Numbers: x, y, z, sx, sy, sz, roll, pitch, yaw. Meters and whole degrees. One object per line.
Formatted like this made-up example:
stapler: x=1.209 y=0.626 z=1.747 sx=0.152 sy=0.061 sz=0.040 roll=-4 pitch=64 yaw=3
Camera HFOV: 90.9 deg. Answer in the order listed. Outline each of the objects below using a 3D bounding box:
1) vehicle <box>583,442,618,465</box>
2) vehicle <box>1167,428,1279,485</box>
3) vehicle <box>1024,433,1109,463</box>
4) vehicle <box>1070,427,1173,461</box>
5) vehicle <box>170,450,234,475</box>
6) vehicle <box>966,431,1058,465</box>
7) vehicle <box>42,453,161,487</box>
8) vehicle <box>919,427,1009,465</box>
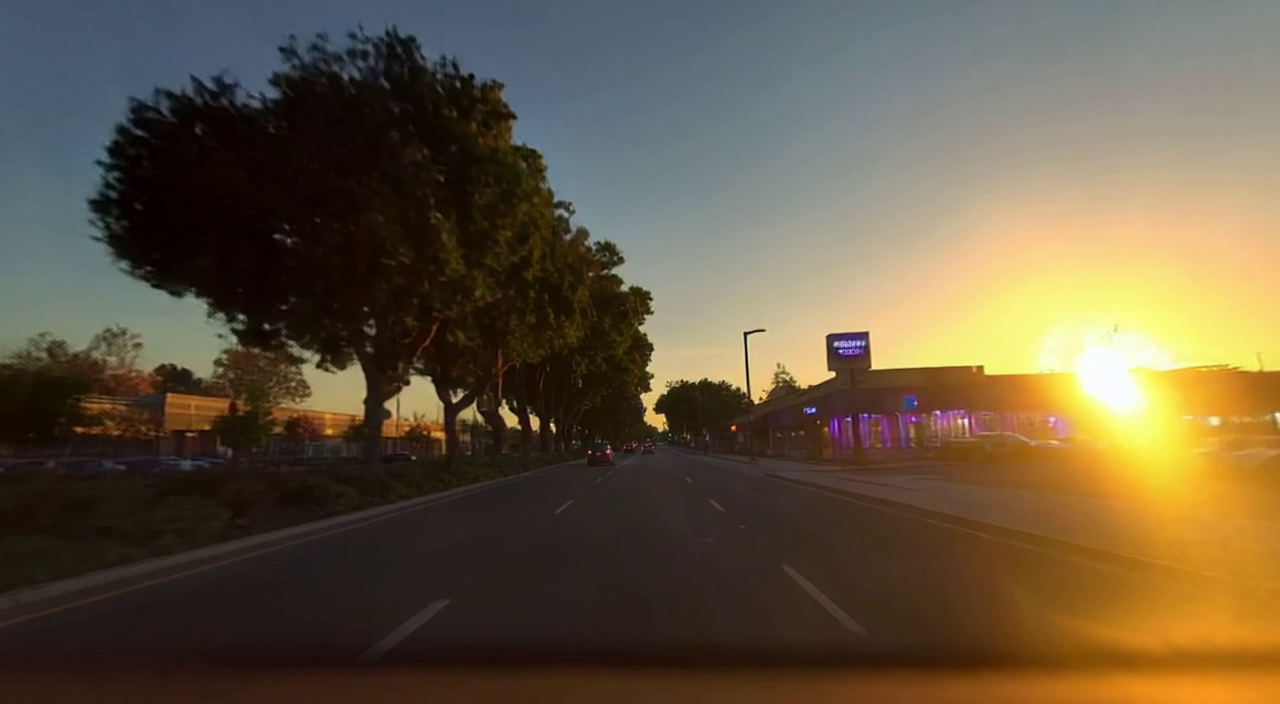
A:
vehicle: x=-2.741 y=7.149 z=44.557 sx=2.082 sy=1.460 sz=4.442 roll=0 pitch=-8 yaw=1
vehicle: x=17.515 y=2.824 z=17.194 sx=4.546 sy=1.417 sz=1.932 roll=0 pitch=-8 yaw=-2
vehicle: x=22.610 y=5.074 z=33.585 sx=1.828 sy=1.450 sz=3.730 roll=-2 pitch=-8 yaw=-1
vehicle: x=25.524 y=4.889 z=33.616 sx=2.024 sy=1.683 sz=4.322 roll=0 pitch=-8 yaw=0
vehicle: x=-31.327 y=7.877 z=45.212 sx=1.830 sy=1.663 sz=4.166 roll=1 pitch=-8 yaw=-6
vehicle: x=19.747 y=5.087 z=33.708 sx=2.074 sy=1.607 sz=4.465 roll=-2 pitch=-8 yaw=-1
vehicle: x=-27.616 y=6.038 z=32.557 sx=1.910 sy=1.498 sz=4.703 roll=0 pitch=-8 yaw=2
vehicle: x=17.089 y=4.997 z=33.592 sx=2.038 sy=1.827 sz=4.870 roll=0 pitch=-8 yaw=-2
